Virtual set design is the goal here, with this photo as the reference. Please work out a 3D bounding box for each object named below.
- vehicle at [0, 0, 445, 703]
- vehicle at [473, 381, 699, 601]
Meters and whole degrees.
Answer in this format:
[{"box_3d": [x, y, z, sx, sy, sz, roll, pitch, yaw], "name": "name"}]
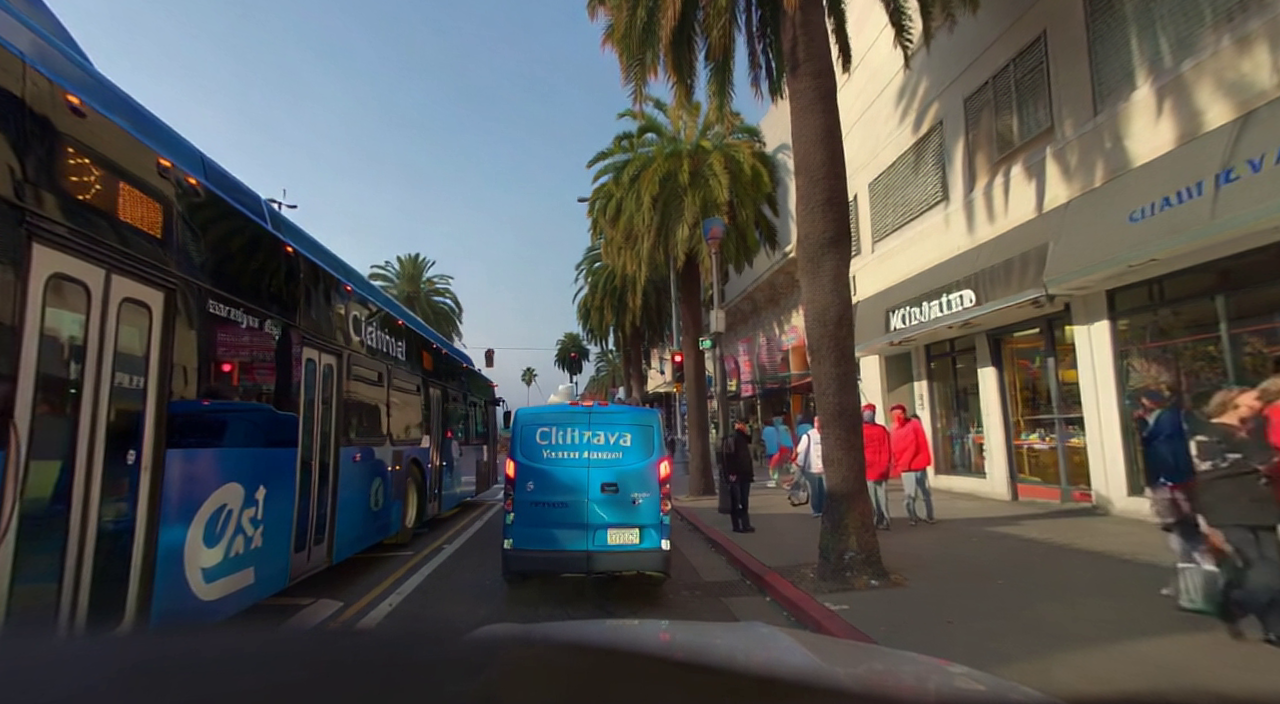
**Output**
[{"box_3d": [-3.733, 0.132, 2.841, 2.863, 3.233, 11.573, 0, -8, -4], "name": "vehicle"}, {"box_3d": [-0.798, 1.532, 7.798, 2.002, 1.907, 4.211, 1, -9, -9], "name": "vehicle"}]
